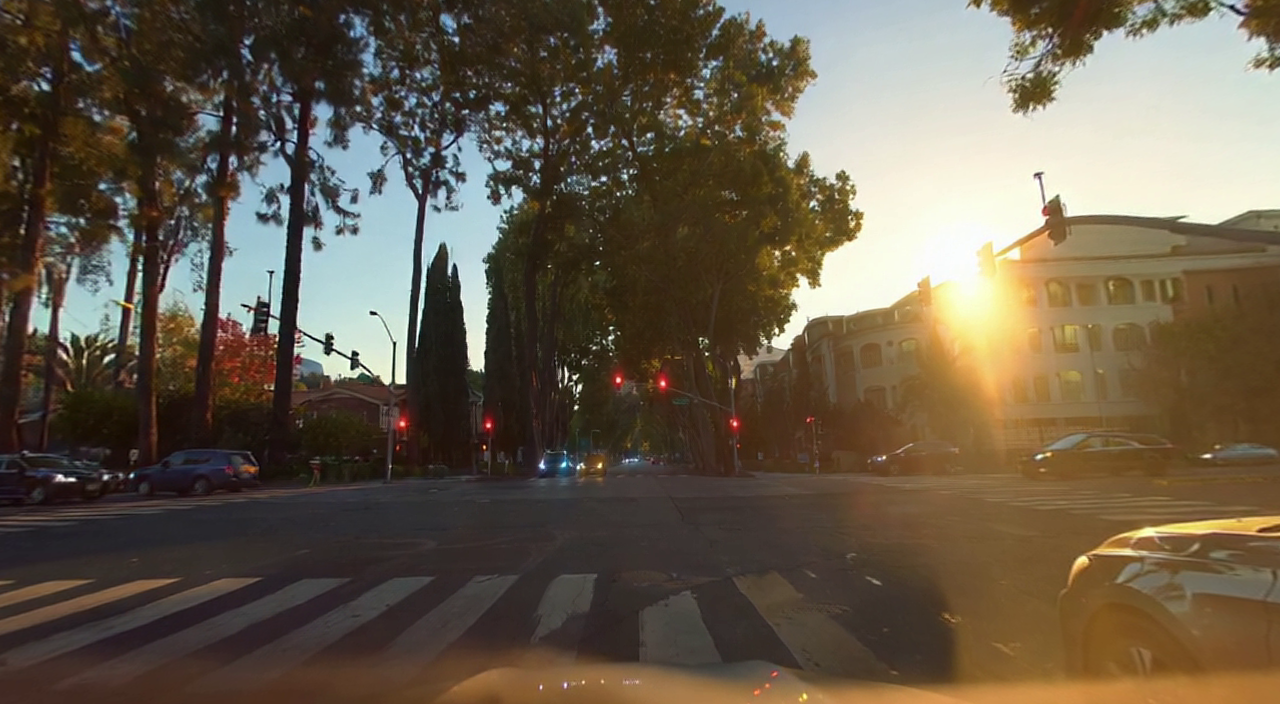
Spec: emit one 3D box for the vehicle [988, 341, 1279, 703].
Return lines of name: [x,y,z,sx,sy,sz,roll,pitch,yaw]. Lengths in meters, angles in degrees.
vehicle: [3.694,0.886,2.889,2.227,1.705,4.719,-2,-8,11]

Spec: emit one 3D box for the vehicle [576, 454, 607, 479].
vehicle: [-3.636,8.642,47.900,2.162,1.740,4.728,0,-8,-2]

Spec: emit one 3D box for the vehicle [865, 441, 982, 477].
vehicle: [15.598,5.892,35.029,5.220,1.897,2.596,0,-8,0]

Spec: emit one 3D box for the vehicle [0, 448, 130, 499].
vehicle: [-22.059,4.411,23.138,4.748,1.727,2.325,0,-8,1]

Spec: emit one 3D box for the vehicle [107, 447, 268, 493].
vehicle: [-18.832,4.950,26.540,4.798,1.763,2.536,0,-10,0]
